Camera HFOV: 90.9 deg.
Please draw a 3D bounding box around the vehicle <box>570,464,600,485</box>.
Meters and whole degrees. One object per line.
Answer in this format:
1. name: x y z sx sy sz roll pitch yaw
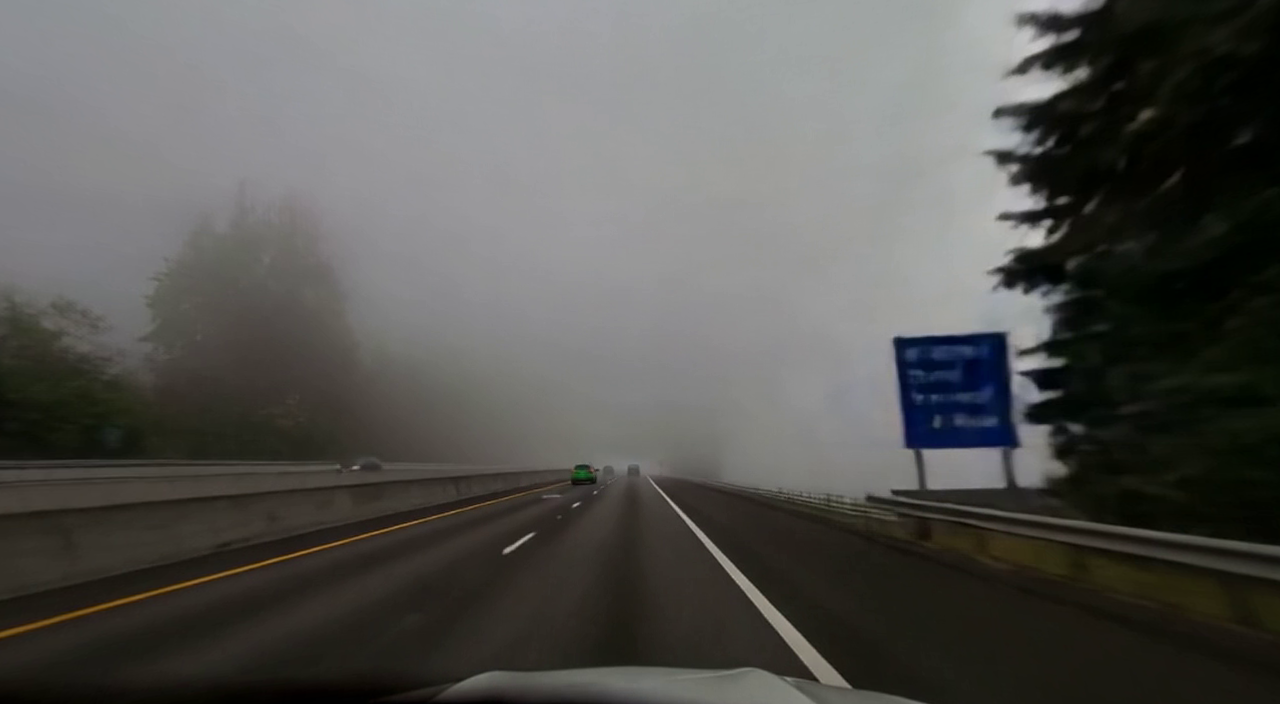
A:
1. vehicle: -4.154 9.332 48.144 2.006 1.469 4.050 1 -10 -1
